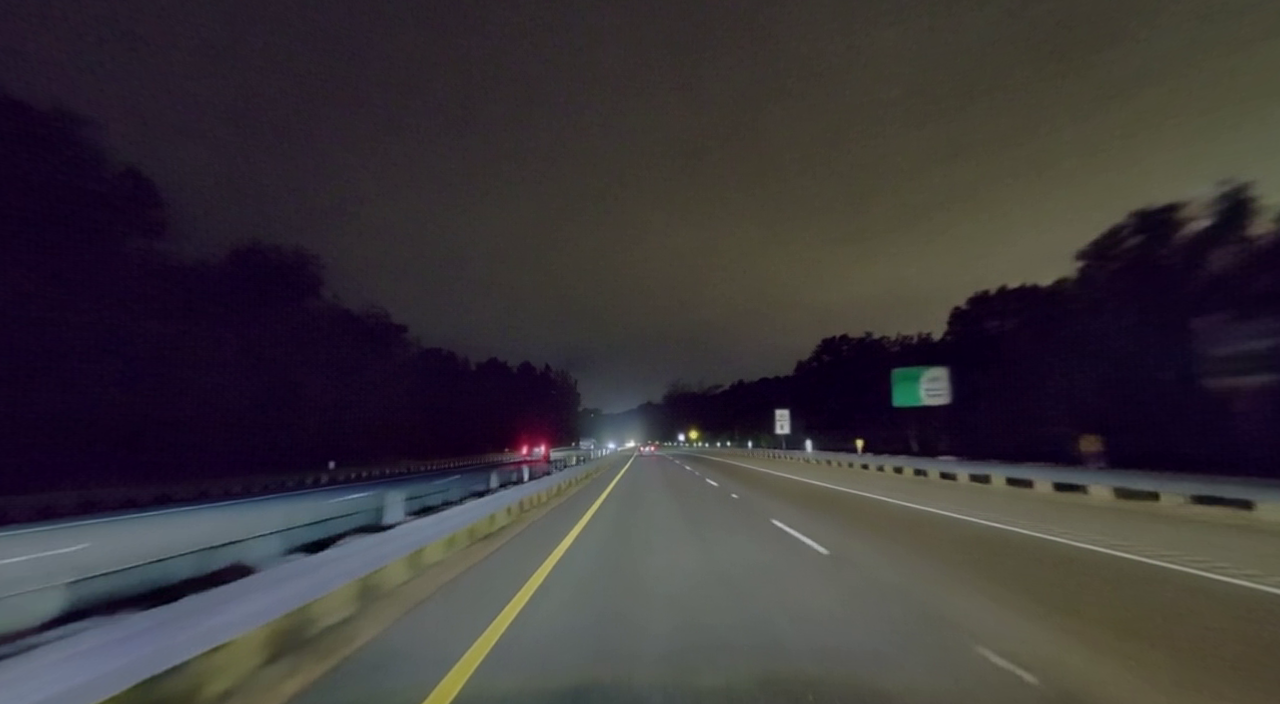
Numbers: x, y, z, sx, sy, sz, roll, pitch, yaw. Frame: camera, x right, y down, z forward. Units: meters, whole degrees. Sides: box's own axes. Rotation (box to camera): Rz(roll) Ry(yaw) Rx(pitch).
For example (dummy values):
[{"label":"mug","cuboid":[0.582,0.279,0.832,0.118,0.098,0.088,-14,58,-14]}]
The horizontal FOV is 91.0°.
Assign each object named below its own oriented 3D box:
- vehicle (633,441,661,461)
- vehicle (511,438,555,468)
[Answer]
[{"label":"vehicle","cuboid":[0.494,7.599,48.556,2.061,1.469,3.782,0,-8,0]},{"label":"vehicle","cuboid":[-6.973,6.620,41.459,2.068,1.897,4.372,0,-8,2]}]
